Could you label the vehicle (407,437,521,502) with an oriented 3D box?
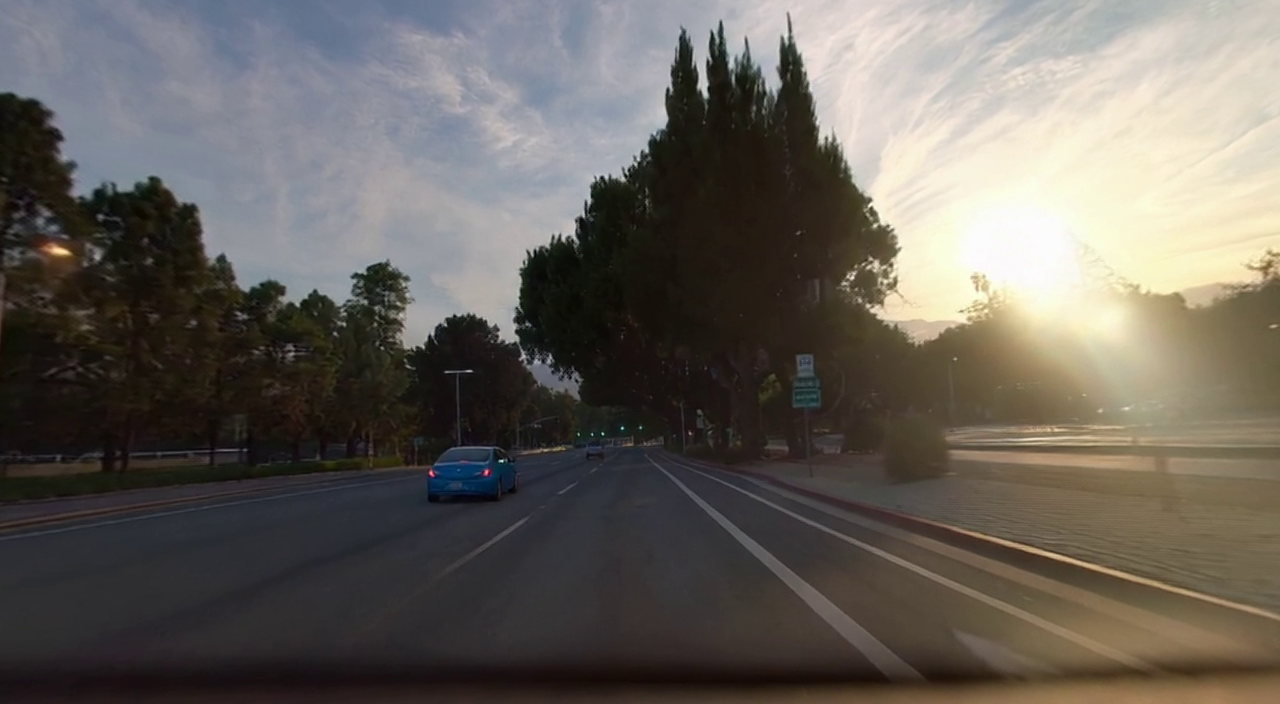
[{"bbox_3d":[-4.485,3.041,16.796,1.964,1.472,4.078,0,-8,-2],"label":"vehicle"}]
